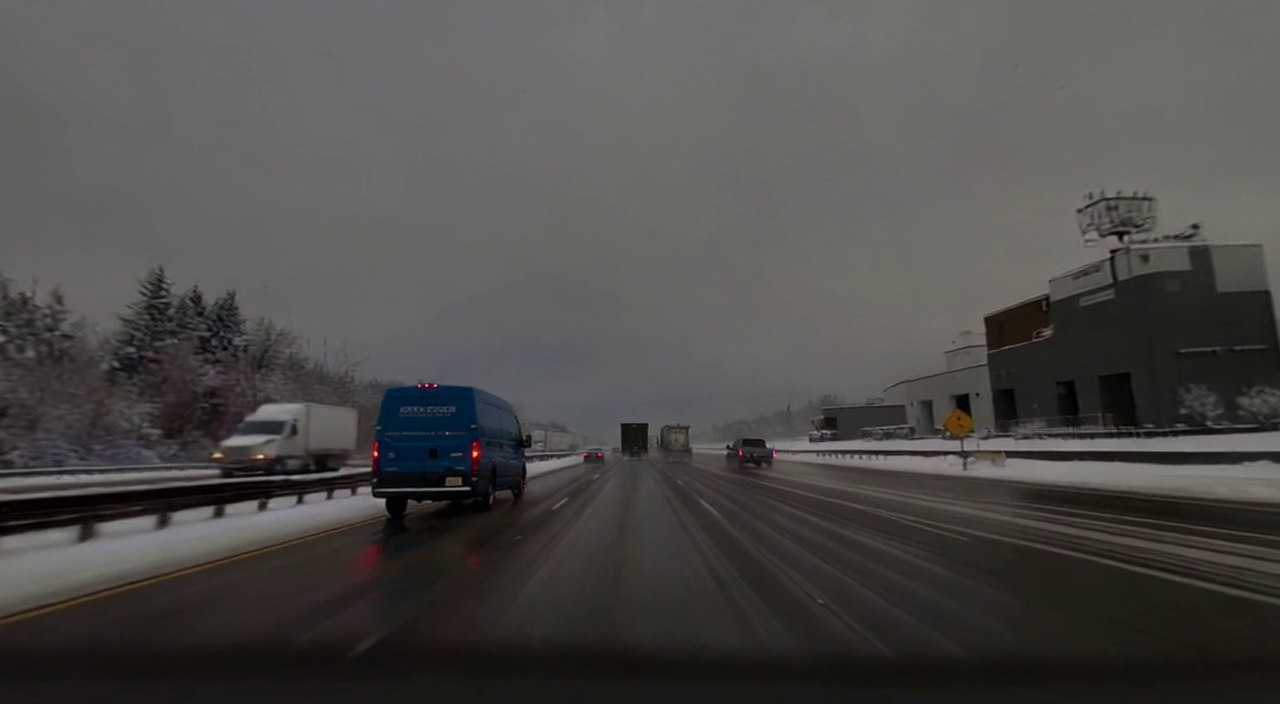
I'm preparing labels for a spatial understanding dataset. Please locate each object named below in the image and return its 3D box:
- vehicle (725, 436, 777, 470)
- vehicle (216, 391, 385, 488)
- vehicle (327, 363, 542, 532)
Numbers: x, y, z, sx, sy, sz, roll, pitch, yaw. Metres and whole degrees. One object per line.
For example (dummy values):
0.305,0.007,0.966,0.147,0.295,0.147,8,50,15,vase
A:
6.912,6.384,40.168,2.216,1.918,5.742,0,-9,0,vehicle
-16.238,4.397,31.424,3.117,4.010,9.274,-1,-9,1,vehicle
-3.993,2.108,14.146,2.557,2.855,6.674,0,-9,0,vehicle
